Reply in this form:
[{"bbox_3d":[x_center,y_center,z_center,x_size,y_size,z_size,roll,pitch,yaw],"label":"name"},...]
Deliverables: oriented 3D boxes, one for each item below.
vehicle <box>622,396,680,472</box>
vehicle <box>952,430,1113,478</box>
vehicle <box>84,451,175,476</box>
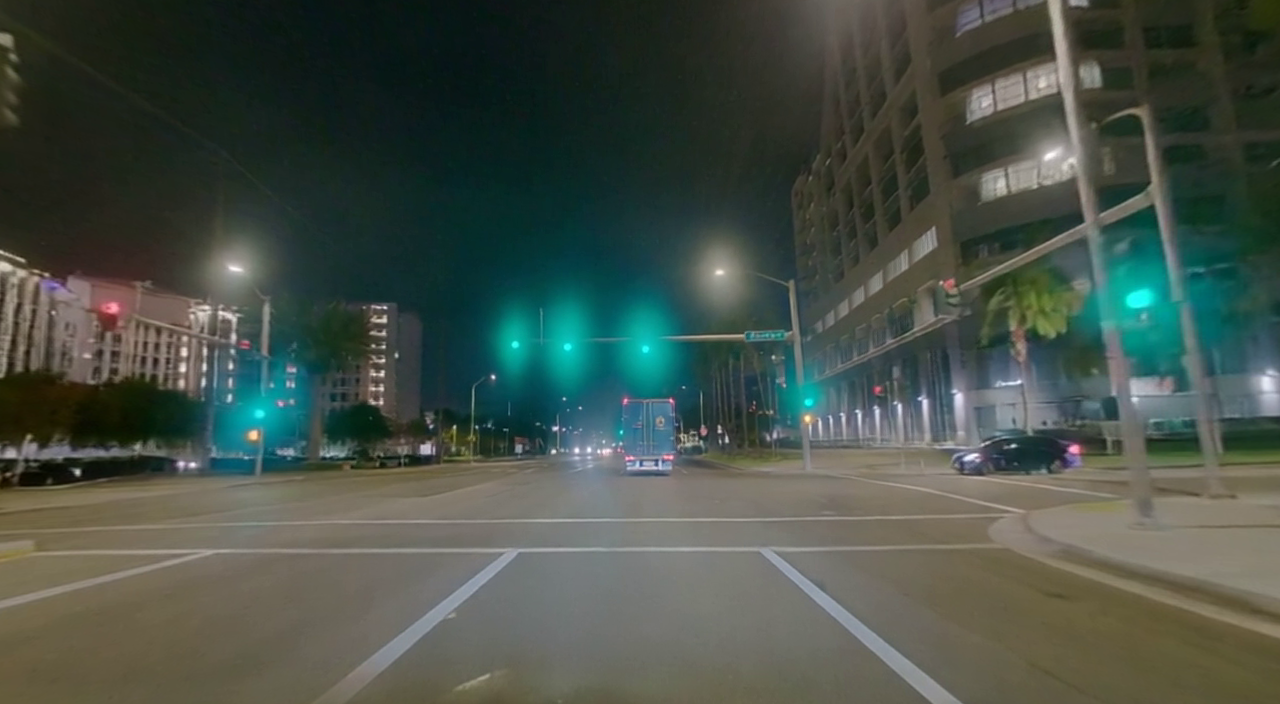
[{"bbox_3d":[0.393,5.184,38.778,2.992,3.949,11.815,0,-9,-2],"label":"vehicle"},{"bbox_3d":[13.664,3.576,22.087,4.270,1.520,1.931,-1,-9,2],"label":"vehicle"},{"bbox_3d":[-36.863,8.051,45.393,4.812,1.727,2.027,0,-9,1],"label":"vehicle"}]
